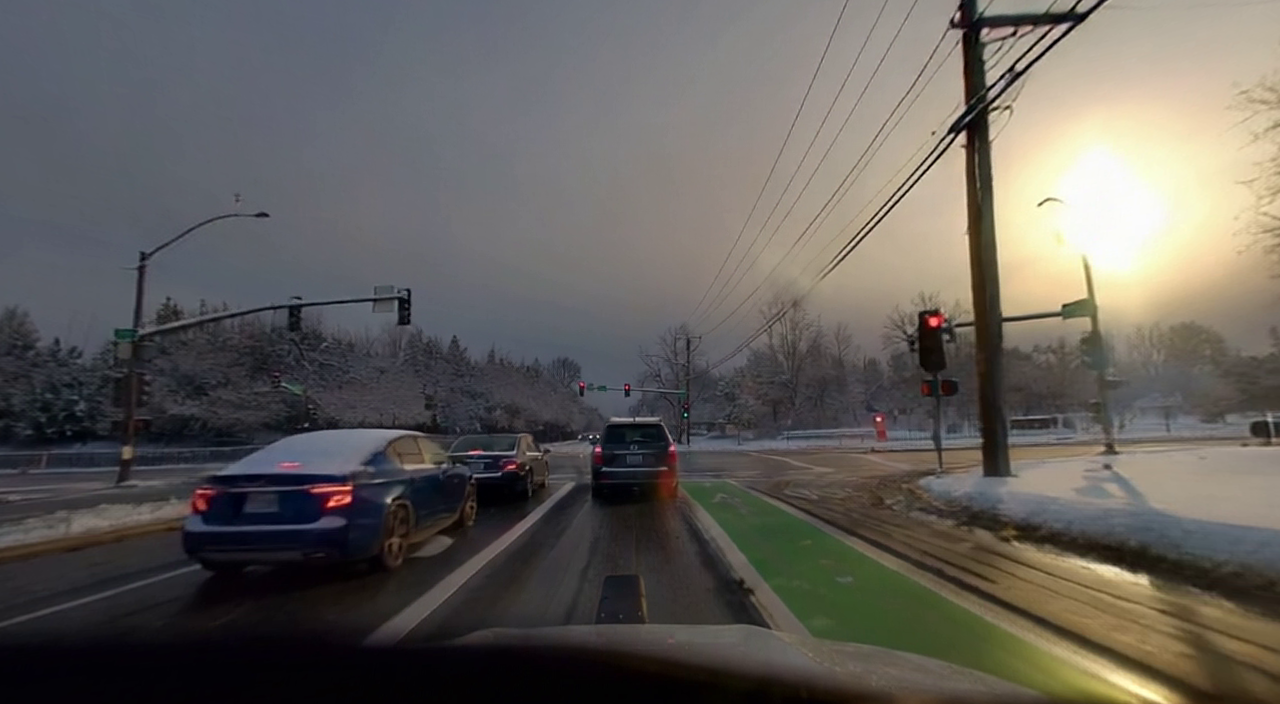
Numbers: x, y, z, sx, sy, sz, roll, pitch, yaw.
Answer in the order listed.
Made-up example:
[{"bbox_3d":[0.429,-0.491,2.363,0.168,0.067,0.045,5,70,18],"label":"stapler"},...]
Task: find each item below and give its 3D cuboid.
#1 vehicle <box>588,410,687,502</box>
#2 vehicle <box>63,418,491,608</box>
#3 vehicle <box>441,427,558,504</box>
[{"bbox_3d":[-0.094,2.572,15.770,2.036,1.885,5.196,0,-9,-1],"label":"vehicle"},{"bbox_3d":[-3.518,1.618,7.734,2.138,1.488,5.327,0,-7,-1],"label":"vehicle"},{"bbox_3d":[-3.043,2.554,14.513,1.726,1.506,3.840,0,-9,1],"label":"vehicle"}]
